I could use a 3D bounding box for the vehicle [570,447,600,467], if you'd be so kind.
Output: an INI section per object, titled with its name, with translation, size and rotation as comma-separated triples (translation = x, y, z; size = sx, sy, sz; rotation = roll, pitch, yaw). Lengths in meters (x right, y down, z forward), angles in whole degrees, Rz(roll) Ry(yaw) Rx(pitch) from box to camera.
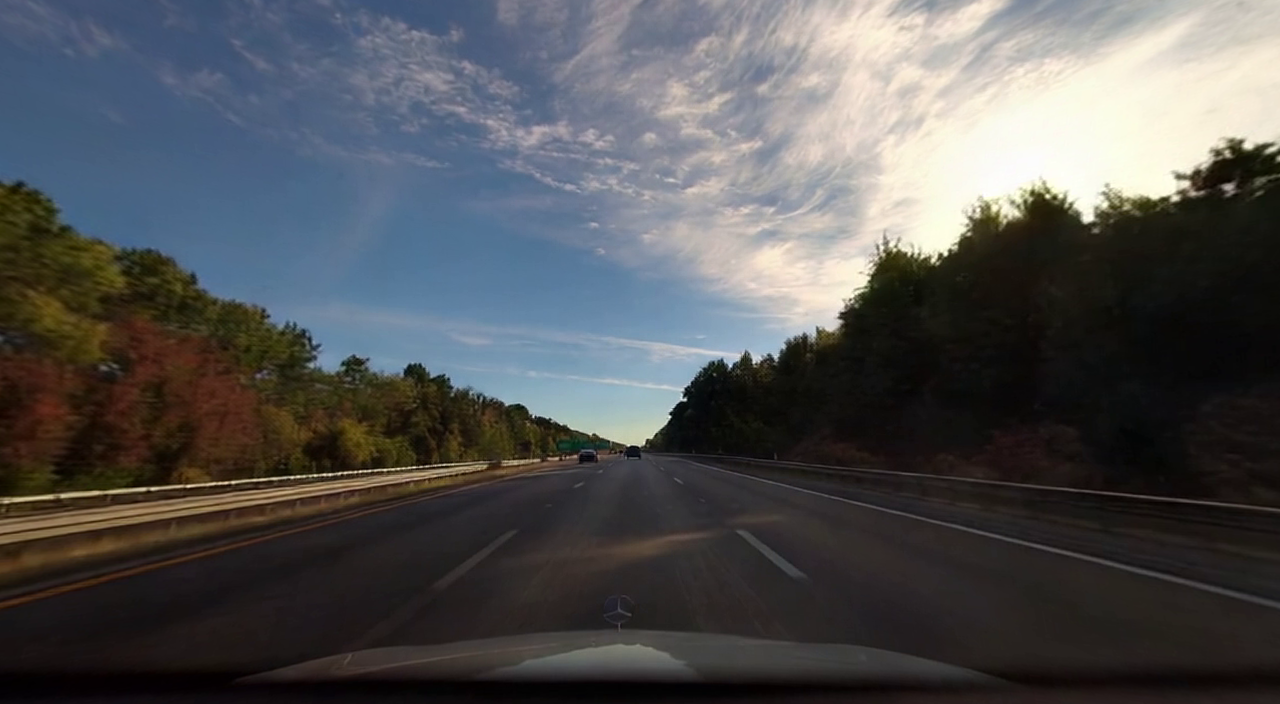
[vehicle]
translation = -4.245, 8.222, 49.214
size = 1.970, 1.492, 3.944
rotation = 0, -9, 0
